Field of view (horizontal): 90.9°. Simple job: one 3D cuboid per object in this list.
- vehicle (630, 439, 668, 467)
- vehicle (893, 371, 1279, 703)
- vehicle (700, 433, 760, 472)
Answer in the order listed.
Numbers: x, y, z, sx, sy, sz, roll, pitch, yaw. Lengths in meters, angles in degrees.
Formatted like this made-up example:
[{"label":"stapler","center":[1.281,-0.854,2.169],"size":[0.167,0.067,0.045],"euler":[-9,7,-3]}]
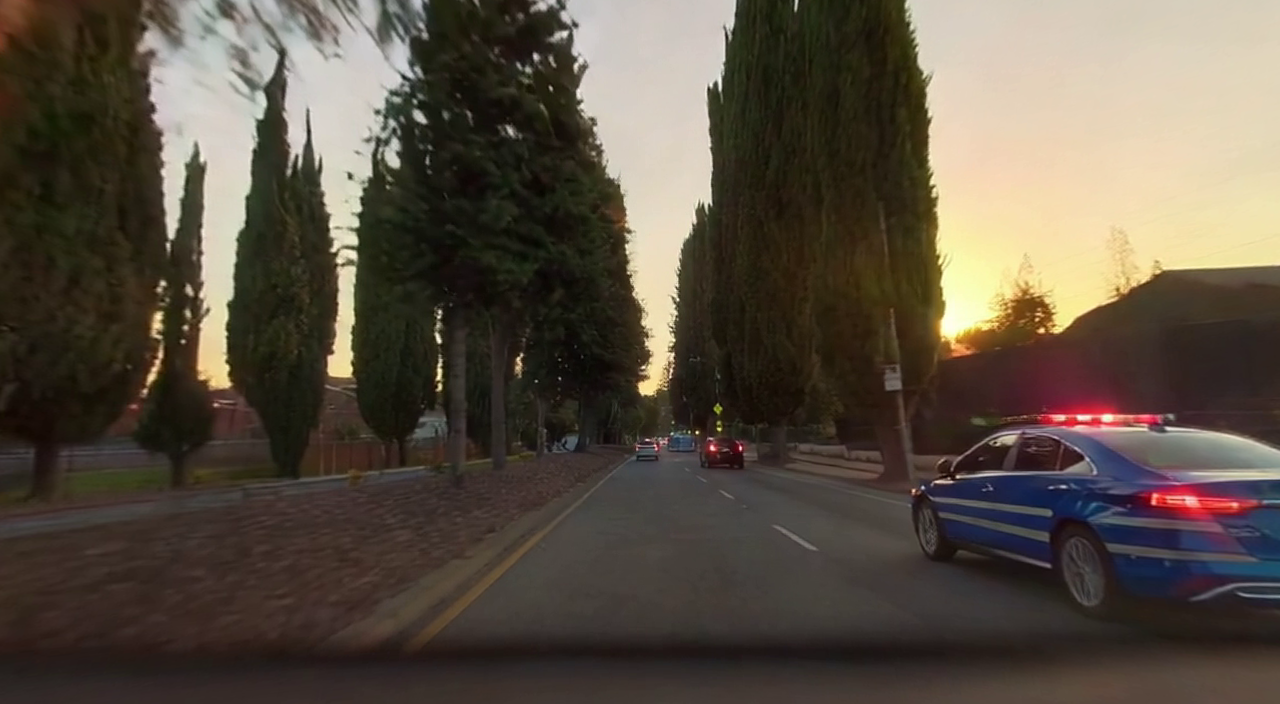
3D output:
[{"label":"vehicle","center":[0.469,5.786,36.302],"size":[2.026,1.466,4.282],"euler":[0,-8,-1]},{"label":"vehicle","center":[3.939,1.204,5.106],"size":[2.052,1.639,4.123],"euler":[0,-8,0]},{"label":"vehicle","center":[4.105,4.661,29.445],"size":[2.110,1.666,3.912],"euler":[0,-8,-1]}]
